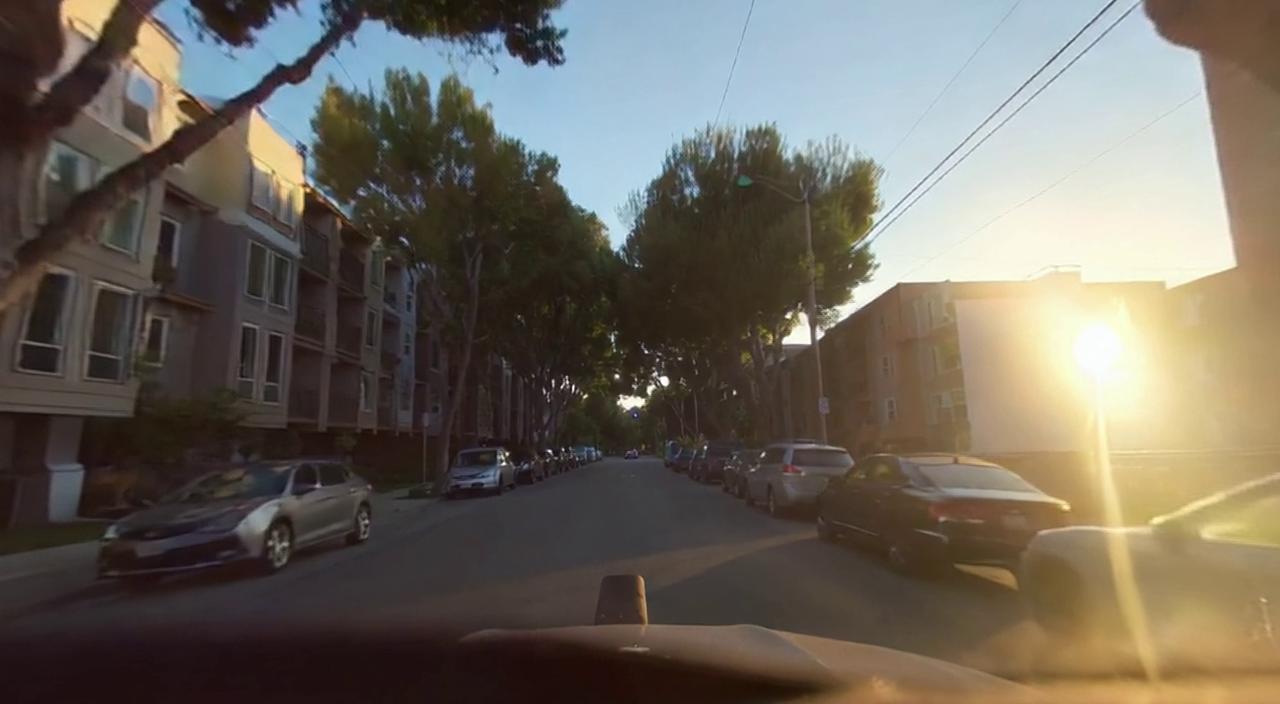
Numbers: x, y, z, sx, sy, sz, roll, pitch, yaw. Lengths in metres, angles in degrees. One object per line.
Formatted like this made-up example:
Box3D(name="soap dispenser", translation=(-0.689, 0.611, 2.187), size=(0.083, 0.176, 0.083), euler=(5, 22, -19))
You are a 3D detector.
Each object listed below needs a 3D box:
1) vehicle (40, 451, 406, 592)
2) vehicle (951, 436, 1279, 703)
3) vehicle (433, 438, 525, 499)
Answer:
Box3D(name="vehicle", translation=(-5.255, 2.157, 8.977), size=(2.080, 1.458, 4.511), euler=(0, -9, 0))
Box3D(name="vehicle", translation=(3.643, 1.135, 2.898), size=(1.881, 1.460, 4.737), euler=(0, -9, -2))
Box3D(name="vehicle", translation=(-5.484, 4.037, 22.213), size=(2.069, 1.881, 4.697), euler=(0, -9, -1))
